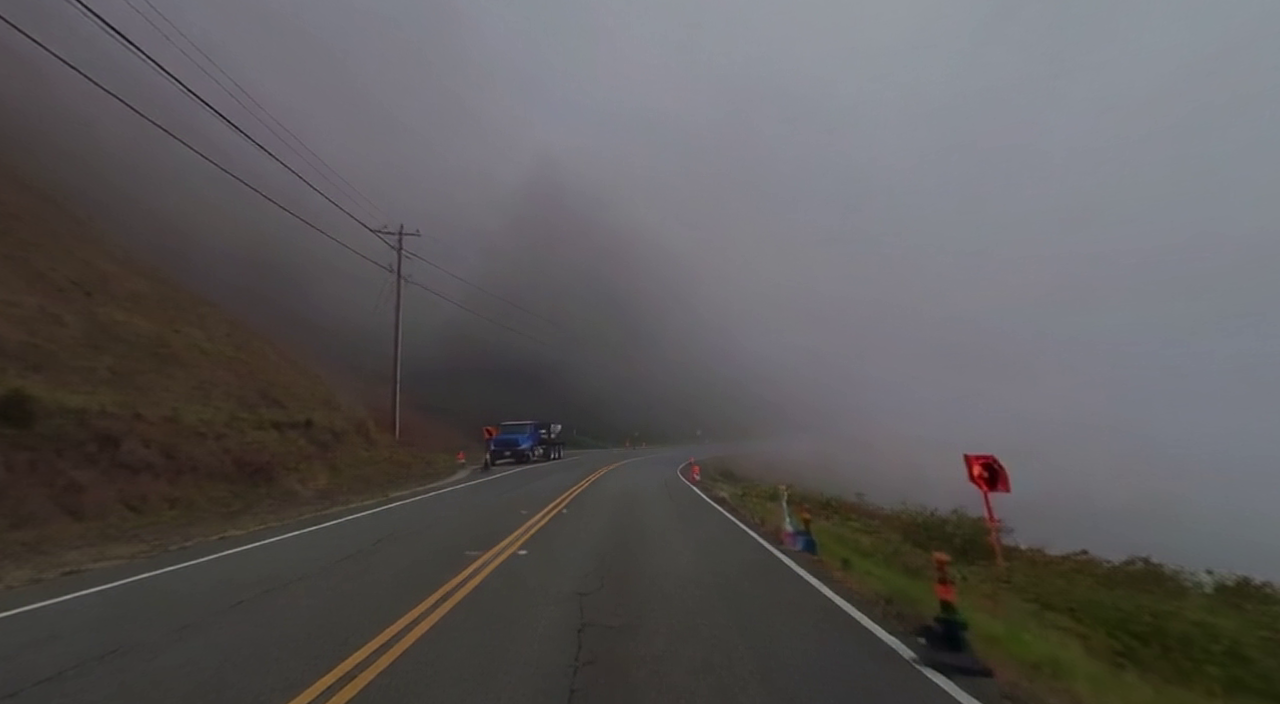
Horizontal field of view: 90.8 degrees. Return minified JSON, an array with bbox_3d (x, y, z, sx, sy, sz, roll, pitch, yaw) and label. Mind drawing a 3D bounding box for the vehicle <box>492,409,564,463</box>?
[{"bbox_3d":[-7.319,5.662,42.217,3.031,3.185,7.053,-3,-9,4],"label":"vehicle"}]
